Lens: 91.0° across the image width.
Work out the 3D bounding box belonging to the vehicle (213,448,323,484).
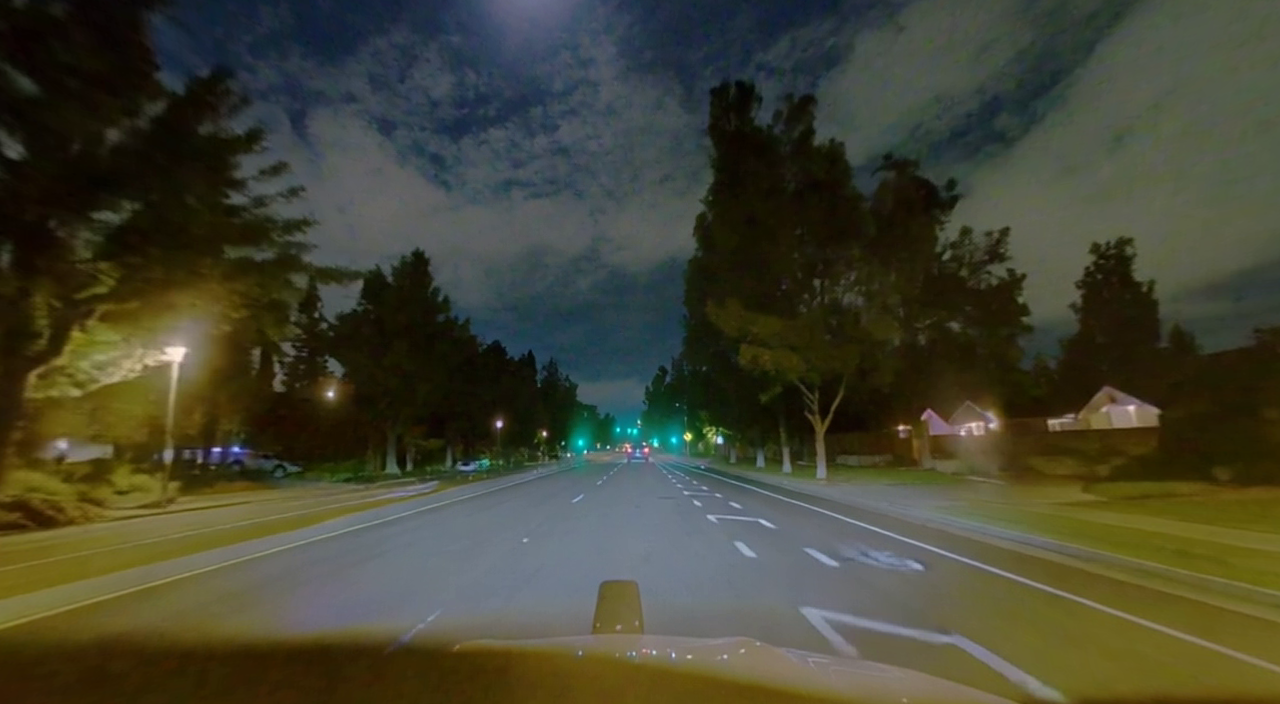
[{"bbox_3d":[-18.890,5.767,32.094,4.170,1.704,2.174,0,-9,2],"label":"vehicle"}]

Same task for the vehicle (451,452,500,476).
[{"bbox_3d":[-11.794,8.070,45.482,2.150,1.518,4.785,-2,-10,1],"label":"vehicle"}]
